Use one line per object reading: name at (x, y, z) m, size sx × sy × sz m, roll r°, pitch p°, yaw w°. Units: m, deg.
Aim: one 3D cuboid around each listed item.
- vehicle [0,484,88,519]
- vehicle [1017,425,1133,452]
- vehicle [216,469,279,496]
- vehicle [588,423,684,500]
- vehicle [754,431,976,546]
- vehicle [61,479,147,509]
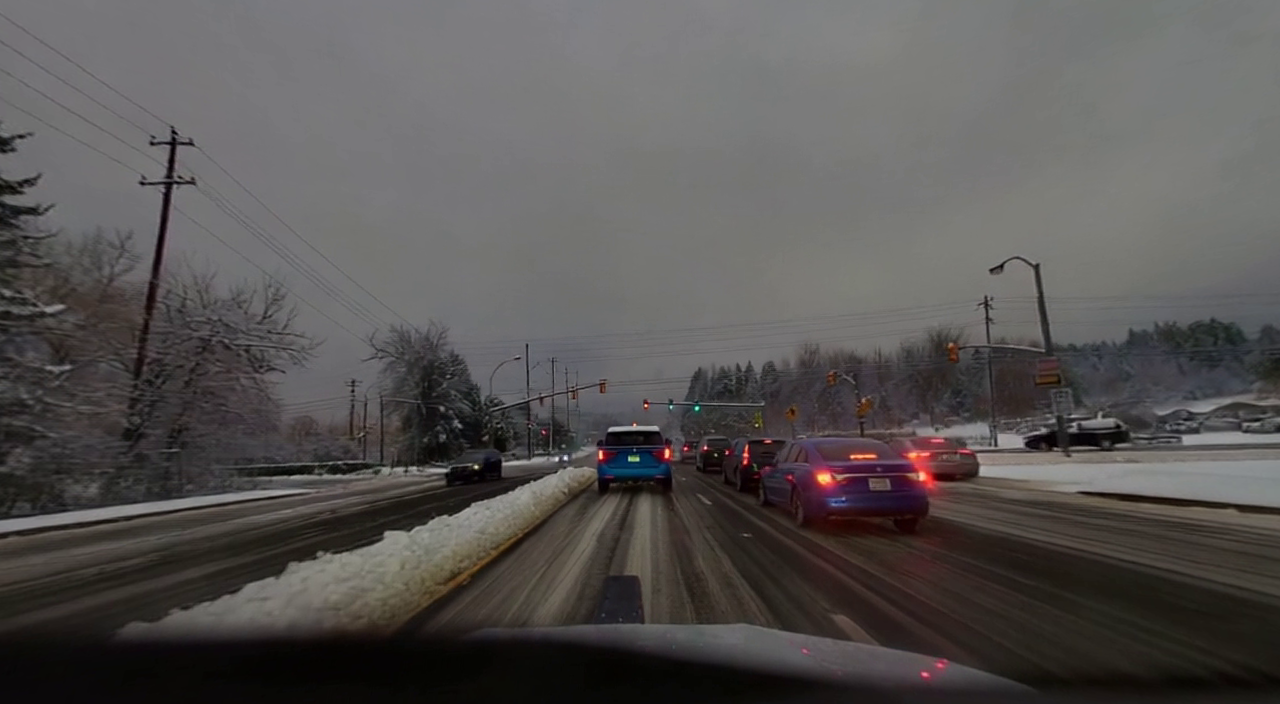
vehicle at (-32.673, 7.995, 33.803) m, size 4.224 × 1.614 × 2.123 m, roll -1°, pitch -9°, yaw 1°
vehicle at (33.663, 6.786, 49.065) m, size 7.088 × 1.918 × 2.678 m, roll -7°, pitch -11°, yaw 38°
vehicle at (-25.413, 8.414, 40.900) m, size 3.826 × 1.522 × 1.741 m, roll -5°, pitch -9°, yaw 29°
vehicle at (-0.120, 2.958, 17.354) m, size 2.300 × 1.821 × 4.254 m, roll 0°, pitch -9°, yaw -1°
vehicle at (3.317, 2.103, 10.474) m, size 1.984 × 1.462 × 4.513 m, roll 0°, pitch -9°, yaw 0°
vehicle at (-33.361, 8.847, 39.394) m, size 3.637 × 1.483 × 2.007 m, roll -2°, pitch -6°, yaw 1°
